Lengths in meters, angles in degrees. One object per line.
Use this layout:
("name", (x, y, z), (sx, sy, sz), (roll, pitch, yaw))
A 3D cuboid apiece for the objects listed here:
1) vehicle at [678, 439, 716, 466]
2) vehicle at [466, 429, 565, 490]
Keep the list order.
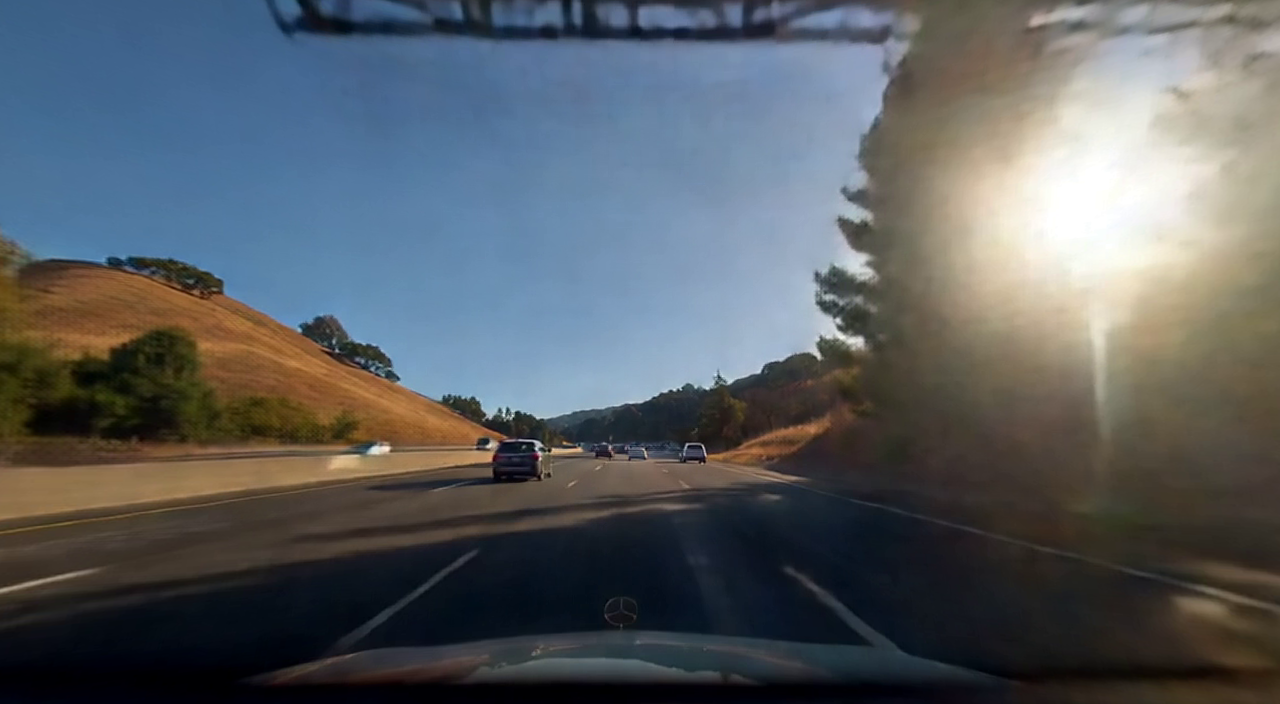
("vehicle", (3.971, 7.117, 45.013), (2.164, 1.788, 4.500), (0, -8, -1))
("vehicle", (-3.743, 3.341, 19.962), (2.166, 1.700, 4.661), (0, -8, 0))
